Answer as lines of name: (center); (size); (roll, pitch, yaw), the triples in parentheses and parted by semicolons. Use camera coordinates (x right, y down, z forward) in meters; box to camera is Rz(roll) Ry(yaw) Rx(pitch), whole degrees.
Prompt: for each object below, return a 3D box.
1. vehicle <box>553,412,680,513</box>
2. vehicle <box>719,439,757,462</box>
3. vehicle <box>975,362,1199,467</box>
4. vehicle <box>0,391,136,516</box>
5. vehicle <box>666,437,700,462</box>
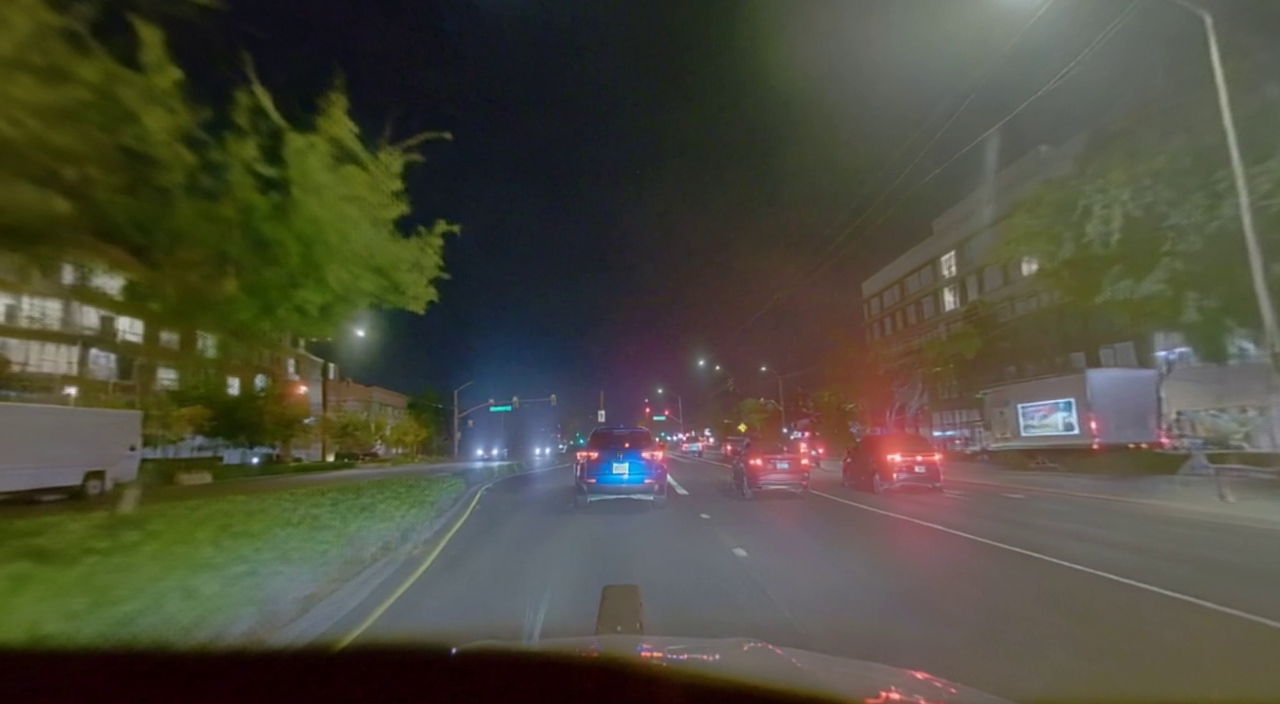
vehicle: (-0.463, 2.325, 13.616); (2.277, 1.816, 4.192); (0, -9, -1)
vehicle: (6.392, 6.509, 41.731); (1.777, 1.443, 3.942); (0, -9, -2)
vehicle: (18.365, 2.895, 27.104); (3.269, 3.755, 8.862); (0, -9, 2)
vehicle: (-18.983, 2.875, 17.961); (2.811, 3.399, 7.898); (0, -9, -2)
vehicle: (2.832, 6.494, 42.163); (1.929, 1.590, 4.287); (0, -9, -1)
